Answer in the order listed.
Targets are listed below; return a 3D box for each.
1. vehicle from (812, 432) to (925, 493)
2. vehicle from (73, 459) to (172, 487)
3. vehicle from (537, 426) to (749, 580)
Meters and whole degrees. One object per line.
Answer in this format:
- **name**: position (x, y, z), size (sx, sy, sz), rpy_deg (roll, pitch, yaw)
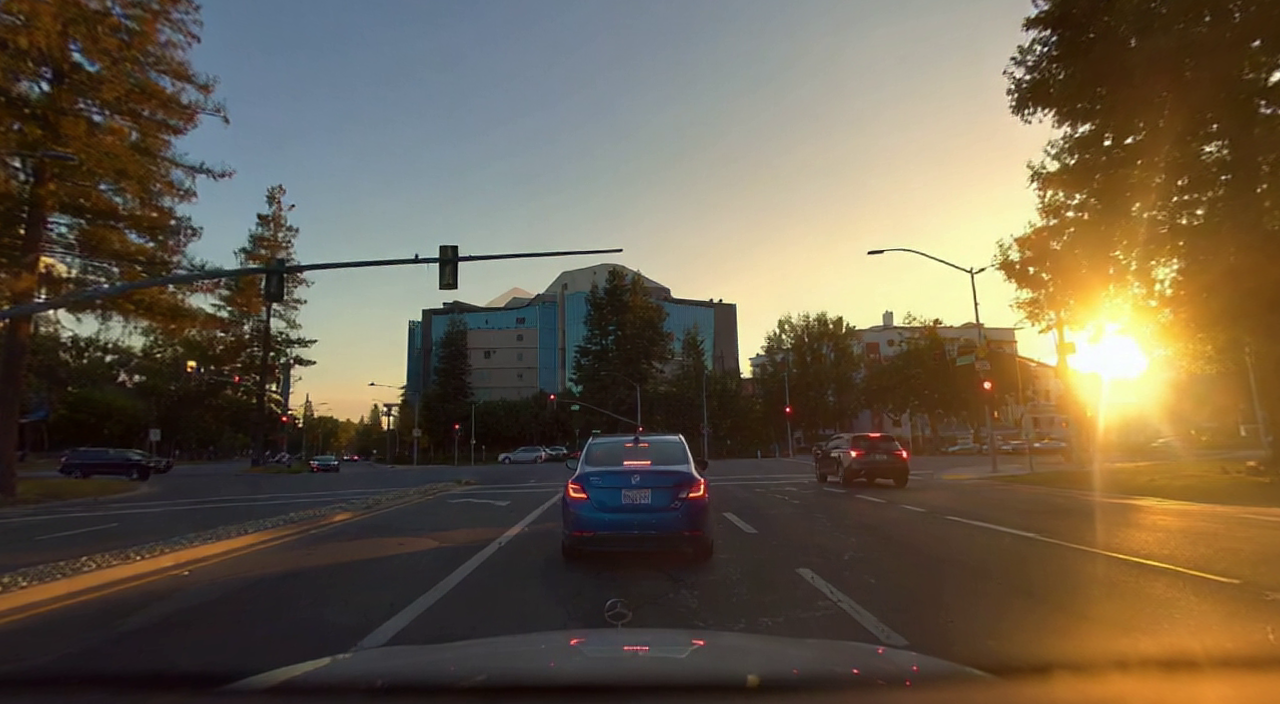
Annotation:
- **vehicle**: position (7.054, 3.440, 20.057), size (2.039, 1.692, 4.319), rpy_deg (0, -8, 1)
- **vehicle**: position (-32.388, 7.560, 39.643), size (4.401, 1.625, 1.863), rpy_deg (0, -8, -4)
- **vehicle**: position (-0.025, 1.795, 8.373), size (2.070, 1.488, 4.206), rpy_deg (0, -8, -2)
